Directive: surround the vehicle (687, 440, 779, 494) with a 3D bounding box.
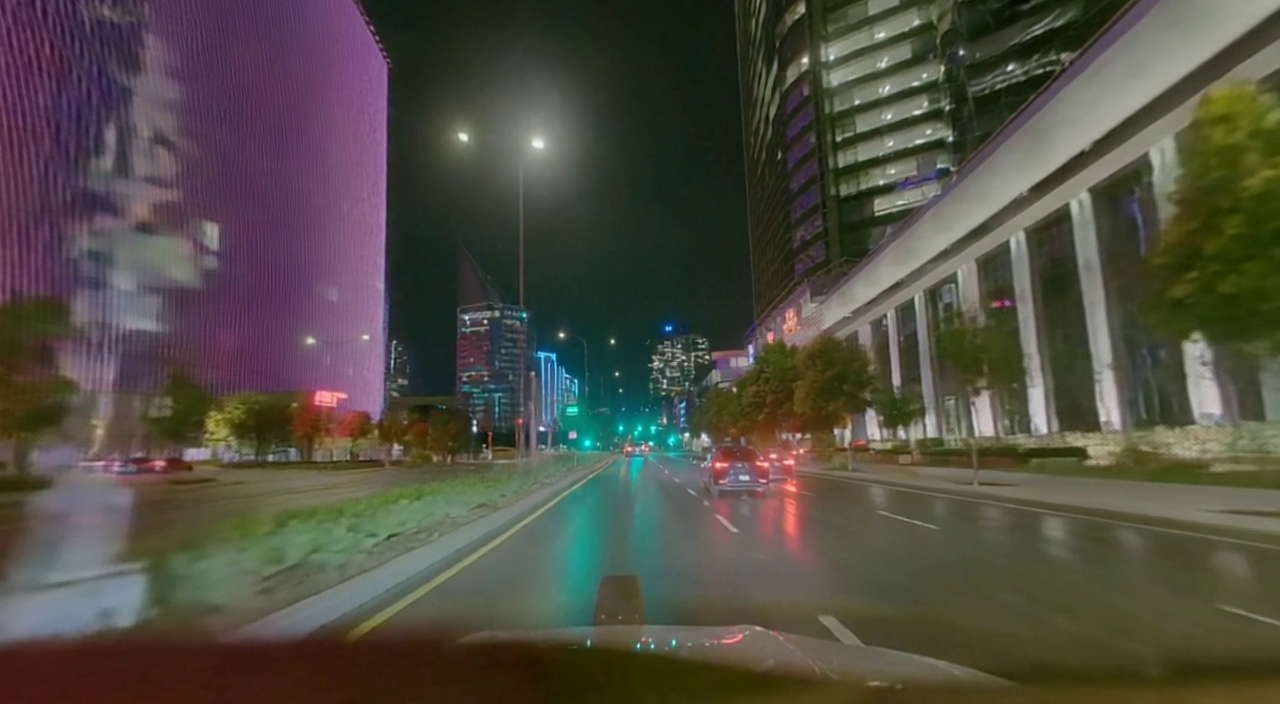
[{"bbox_3d":[2.788,3.580,19.997,2.131,1.491,4.496,0,-9,-1],"label":"vehicle"}]
